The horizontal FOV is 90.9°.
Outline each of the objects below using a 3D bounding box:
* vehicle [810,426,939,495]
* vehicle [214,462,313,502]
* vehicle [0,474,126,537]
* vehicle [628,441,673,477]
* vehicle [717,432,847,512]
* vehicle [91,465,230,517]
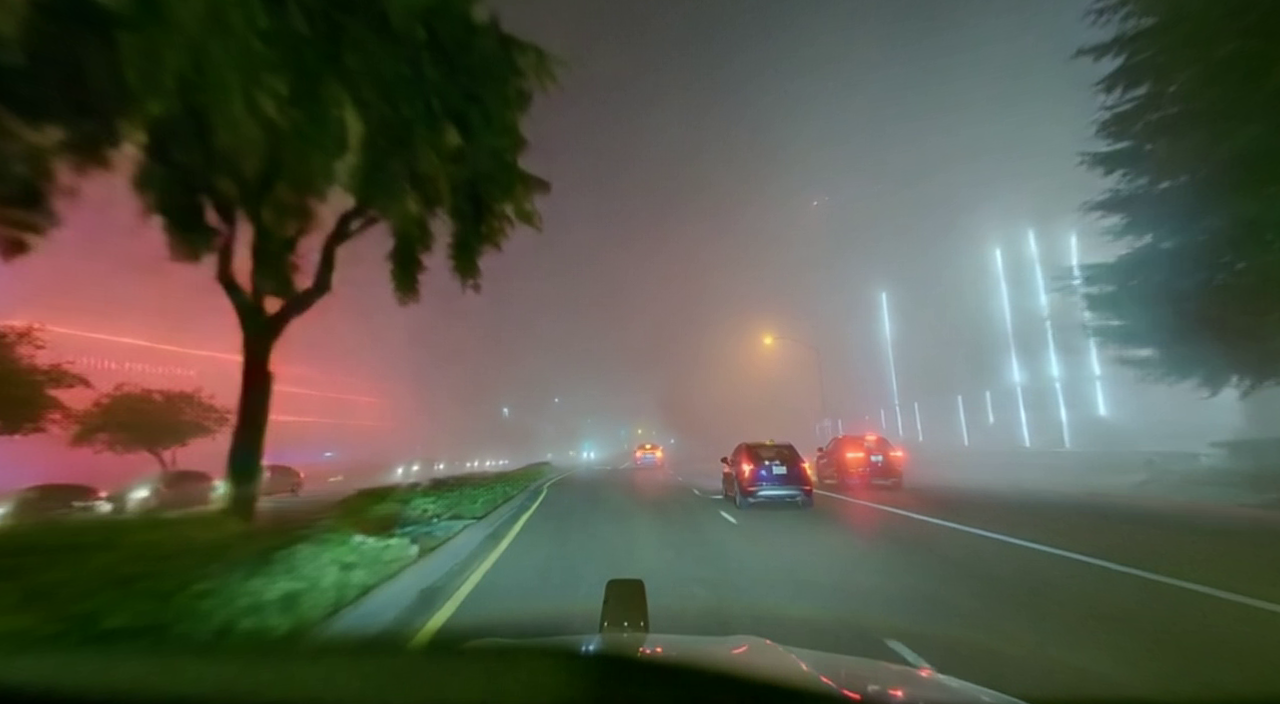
[{"bbox_3d":[6.801,3.200,18.964,1.963,1.783,4.722,0,-8,-1],"label":"vehicle"},{"bbox_3d":[-18.606,6.417,31.449,1.956,1.647,4.643,0,-8,1],"label":"vehicle"},{"bbox_3d":[-18.693,4.676,19.599,1.786,1.523,4.309,0,-8,-1],"label":"vehicle"},{"bbox_3d":[0.441,5.337,31.783,2.125,1.669,3.880,0,-8,-1],"label":"vehicle"},{"bbox_3d":[3.142,2.762,15.089,1.931,1.591,4.708,0,-8,-1],"label":"vehicle"},{"bbox_3d":[-18.766,5.427,24.985,2.049,1.678,4.376,0,-8,0],"label":"vehicle"}]
